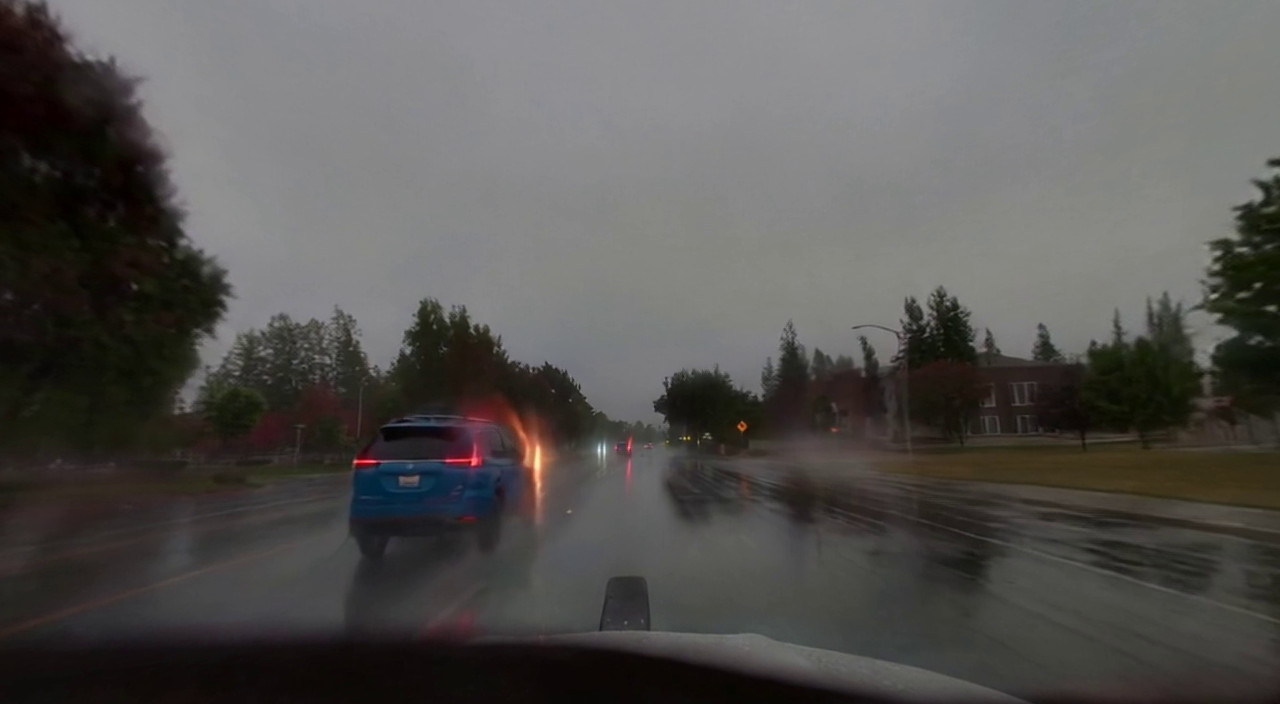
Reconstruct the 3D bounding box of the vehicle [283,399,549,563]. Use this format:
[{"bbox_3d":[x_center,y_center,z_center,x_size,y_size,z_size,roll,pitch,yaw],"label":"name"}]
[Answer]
[{"bbox_3d":[-2.895,1.811,9.590,2.179,1.851,4.756,0,-8,1],"label":"vehicle"}]
